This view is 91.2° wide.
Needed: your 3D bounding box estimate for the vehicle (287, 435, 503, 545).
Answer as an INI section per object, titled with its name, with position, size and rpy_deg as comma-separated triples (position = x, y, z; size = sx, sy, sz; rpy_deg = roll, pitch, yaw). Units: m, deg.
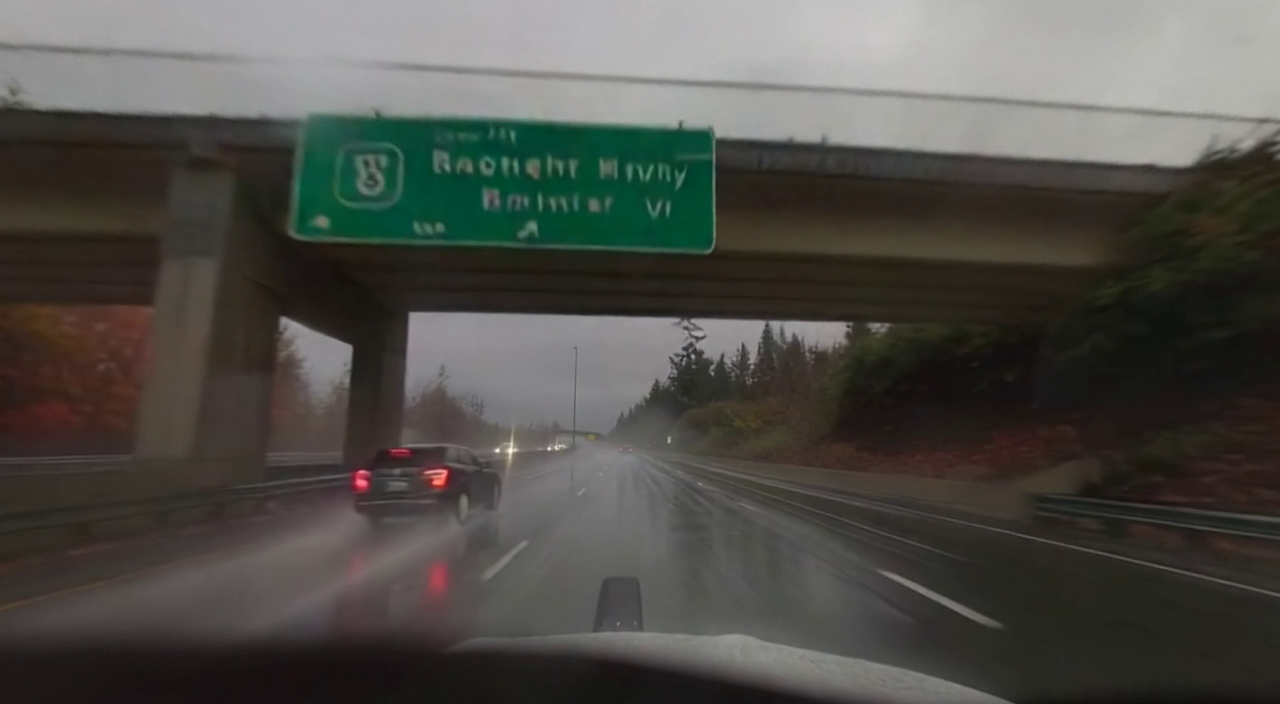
[vehicle]
position = -4.005, 2.328, 11.347
size = 2.047, 1.519, 4.832
rpy_deg = 0, -9, -1
